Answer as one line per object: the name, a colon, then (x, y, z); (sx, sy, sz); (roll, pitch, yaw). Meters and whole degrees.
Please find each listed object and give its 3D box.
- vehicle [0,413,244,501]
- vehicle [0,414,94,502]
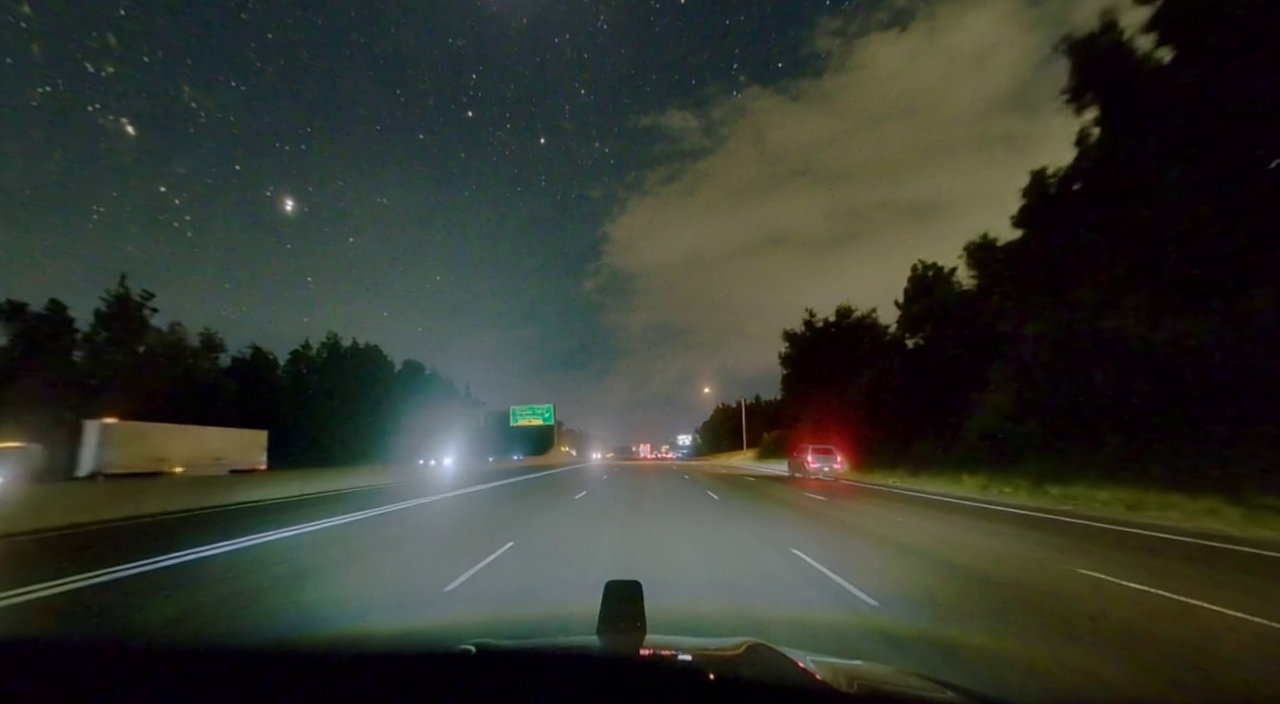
vehicle: (-30.393, 6.170, 37.616); (2.889, 4.119, 15.342); (-1, -9, 3)
vehicle: (-30.694, 5.090, 30.364); (2.958, 4.004, 5.956); (0, -9, 2)
